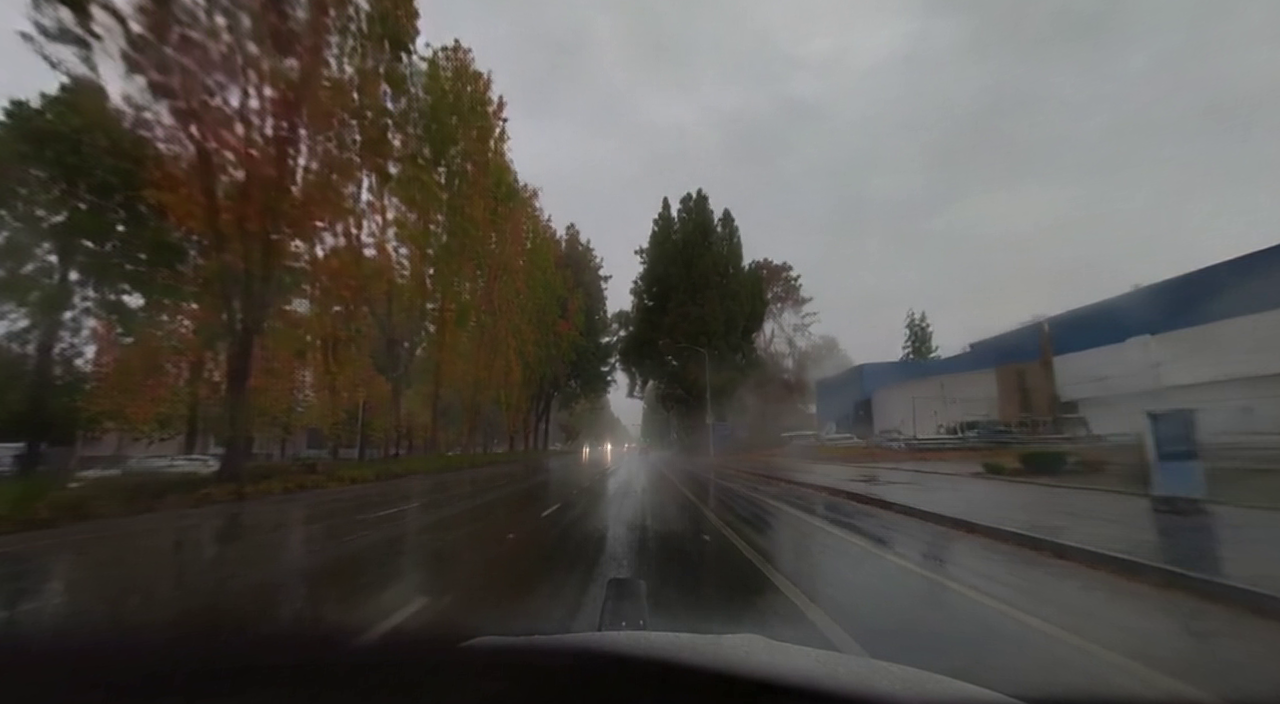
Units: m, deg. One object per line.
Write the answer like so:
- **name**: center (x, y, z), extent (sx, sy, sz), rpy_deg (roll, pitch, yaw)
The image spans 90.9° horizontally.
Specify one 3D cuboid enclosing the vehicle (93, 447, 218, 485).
- **vehicle**: center (-27.157, 6.376, 35.720), extent (2.400, 1.926, 5.817), rpy_deg (0, -9, 1)
